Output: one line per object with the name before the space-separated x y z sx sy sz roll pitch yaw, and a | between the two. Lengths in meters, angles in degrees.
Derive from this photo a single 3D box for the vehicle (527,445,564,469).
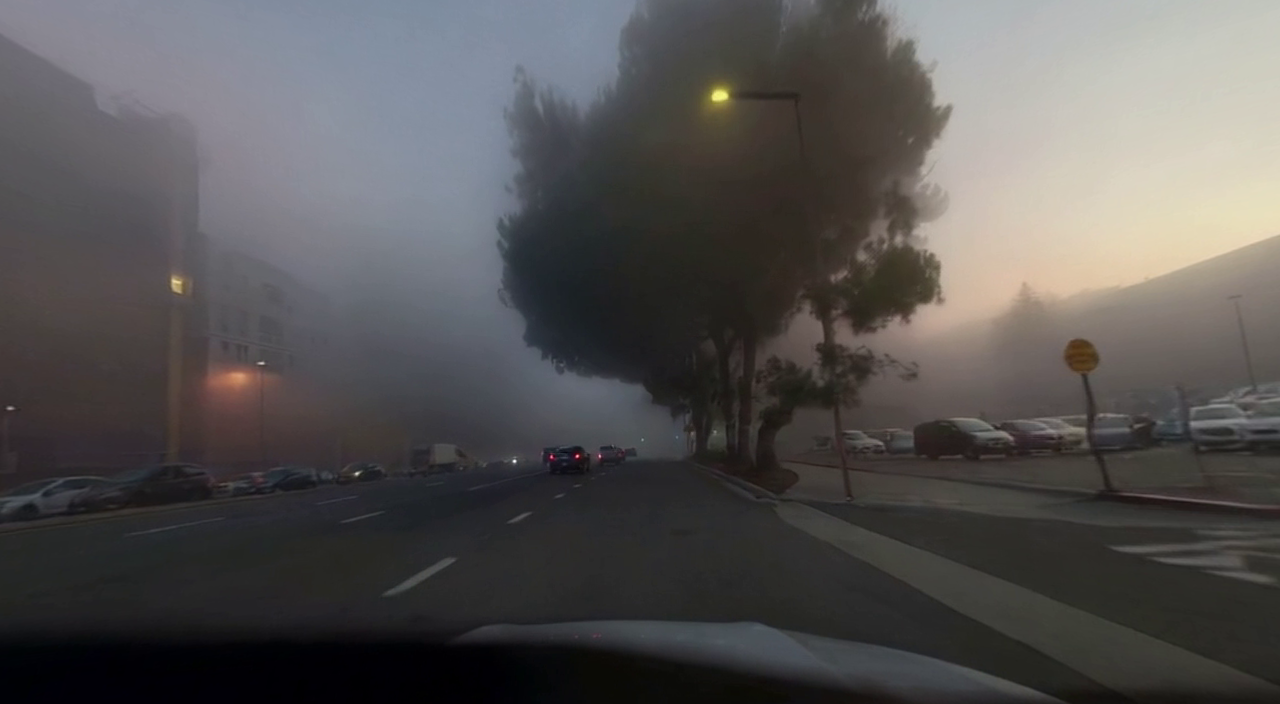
vehicle | -7.296 8.106 49.086 2.054 1.744 4.422 0 -8 2

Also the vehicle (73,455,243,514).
vehicle | -16.422 4.486 21.936 2.073 1.749 4.770 0 -8 1

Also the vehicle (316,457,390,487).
vehicle | -16.228 6.790 36.028 2.024 1.531 4.580 0 -8 1

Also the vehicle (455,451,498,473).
vehicle | -12.348 8.318 48.049 2.013 1.498 4.474 0 -8 0

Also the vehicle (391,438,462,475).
vehicle | -16.397 8.062 49.067 2.599 2.675 7.177 -1 -8 4

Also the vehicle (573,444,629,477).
vehicle | -1.855 5.367 31.517 2.235 1.500 4.420 -1 -8 4

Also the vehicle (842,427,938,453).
vehicle | 14.493 5.145 36.841 4.739 1.424 1.936 0 -8 1

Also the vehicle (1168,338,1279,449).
vehicle | 14.063 0.882 12.404 5.161 1.993 2.293 -1 -8 3

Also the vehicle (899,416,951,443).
vehicle | 21.406 5.926 47.721 1.950 1.823 4.752 -1 -9 4

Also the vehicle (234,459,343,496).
vehicle | -16.376 5.847 29.807 2.162 1.480 5.017 0 -8 1
